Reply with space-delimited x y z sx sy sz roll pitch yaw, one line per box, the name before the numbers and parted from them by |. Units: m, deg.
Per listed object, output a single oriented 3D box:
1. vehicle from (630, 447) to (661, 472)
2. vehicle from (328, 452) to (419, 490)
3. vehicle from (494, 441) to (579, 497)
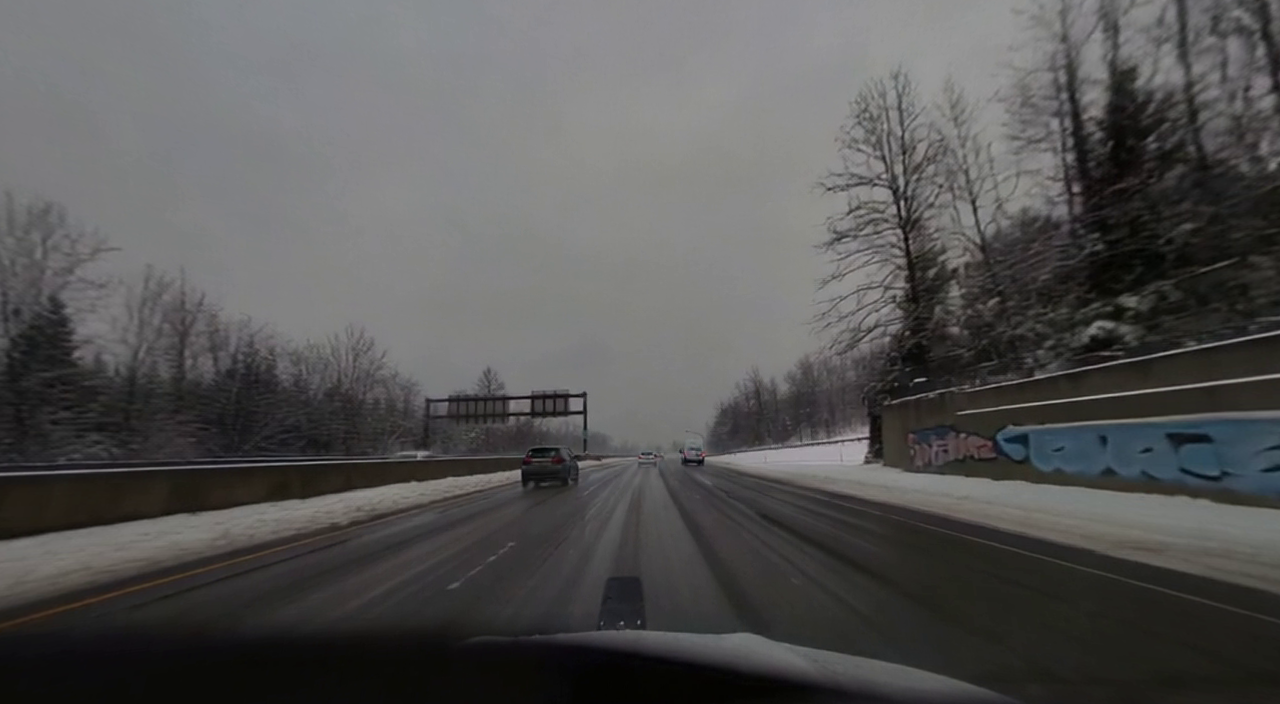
vehicle | 0.395 7.539 44.457 2.108 1.663 3.159 0 -9 1
vehicle | -11.791 5.272 28.287 2.058 1.540 4.479 0 -9 1
vehicle | -3.258 3.789 20.784 1.964 1.618 4.489 0 -9 1
